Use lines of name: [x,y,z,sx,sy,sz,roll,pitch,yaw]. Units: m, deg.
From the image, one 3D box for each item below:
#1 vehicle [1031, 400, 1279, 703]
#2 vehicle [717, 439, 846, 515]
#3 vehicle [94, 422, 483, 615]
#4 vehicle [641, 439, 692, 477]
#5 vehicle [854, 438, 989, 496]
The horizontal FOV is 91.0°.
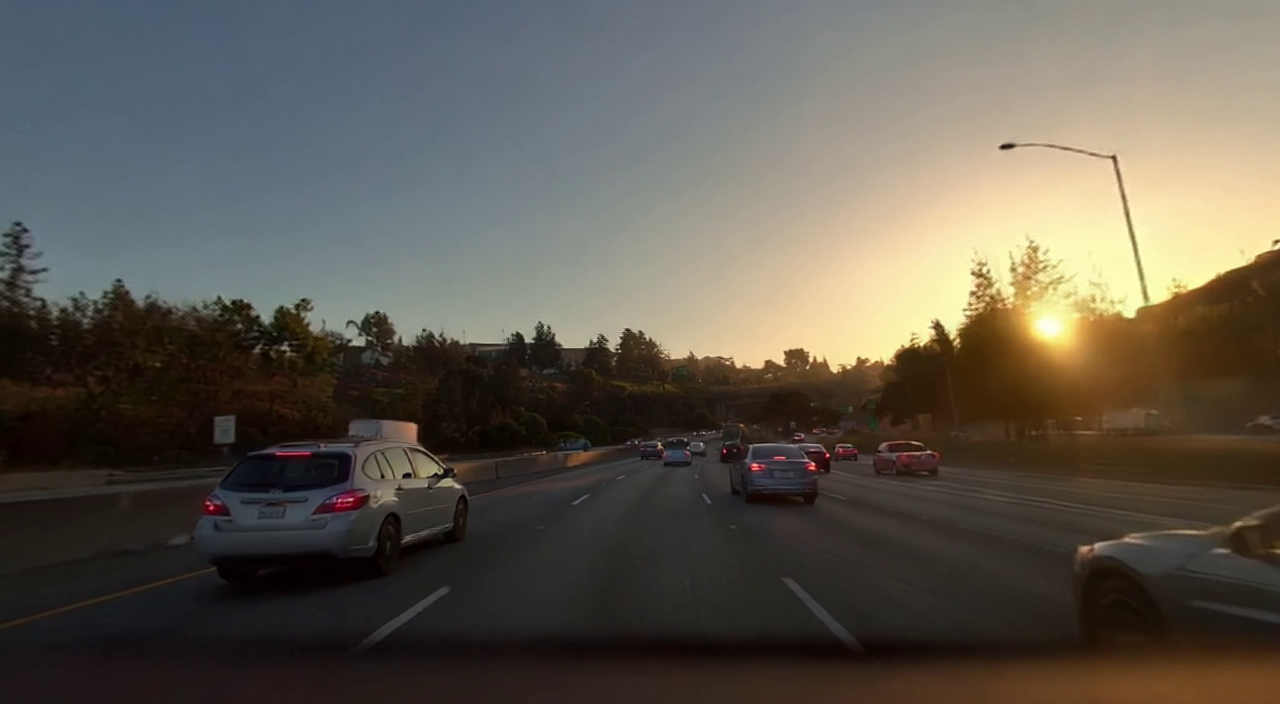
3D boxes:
vehicle: [3.334,0.778,1.331,2.014,1.489,4.696,0,-9,0]
vehicle: [3.100,2.852,14.852,2.009,1.489,4.559,0,-9,0]
vehicle: [-3.454,1.714,7.461,1.937,1.558,4.469,0,-9,1]
vehicle: [1.224,4.862,29.012,2.201,1.614,3.803,0,-9,3]
vehicle: [8.236,3.407,18.996,2.014,1.506,4.626,0,-9,2]
